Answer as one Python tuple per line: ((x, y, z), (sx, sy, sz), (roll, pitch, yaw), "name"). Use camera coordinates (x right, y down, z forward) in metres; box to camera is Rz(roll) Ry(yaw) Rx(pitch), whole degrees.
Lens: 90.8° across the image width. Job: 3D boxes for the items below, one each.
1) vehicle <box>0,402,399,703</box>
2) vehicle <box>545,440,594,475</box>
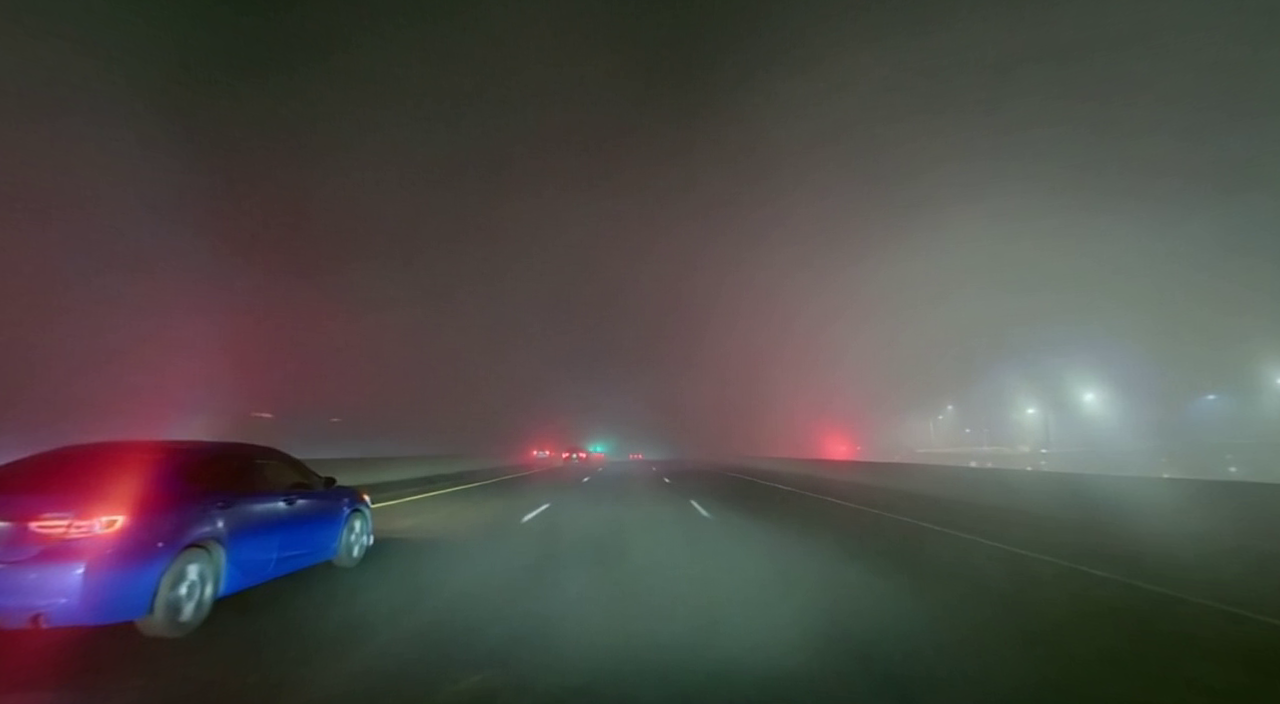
((-3.754, 1.270, 4.698), (2.114, 1.480, 4.473), (0, -9, 1), "vehicle")
((-3.619, 5.516, 33.176), (2.075, 1.702, 4.257), (0, -9, 0), "vehicle")
